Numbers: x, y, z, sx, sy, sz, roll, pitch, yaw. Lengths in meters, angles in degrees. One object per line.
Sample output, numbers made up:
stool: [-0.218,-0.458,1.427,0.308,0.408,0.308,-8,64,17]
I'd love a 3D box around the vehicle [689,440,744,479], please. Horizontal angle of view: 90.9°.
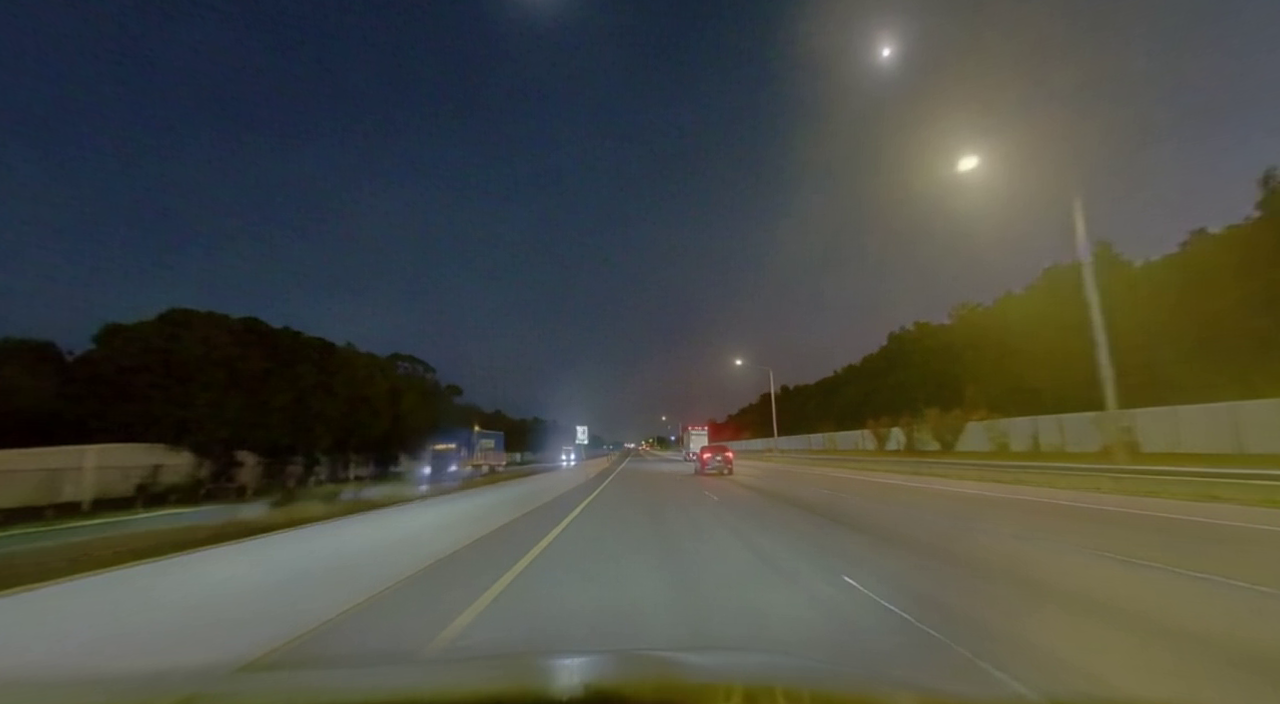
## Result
vehicle: [3.696,5.290,31.210,2.093,1.742,4.167,0,-9,-1]
